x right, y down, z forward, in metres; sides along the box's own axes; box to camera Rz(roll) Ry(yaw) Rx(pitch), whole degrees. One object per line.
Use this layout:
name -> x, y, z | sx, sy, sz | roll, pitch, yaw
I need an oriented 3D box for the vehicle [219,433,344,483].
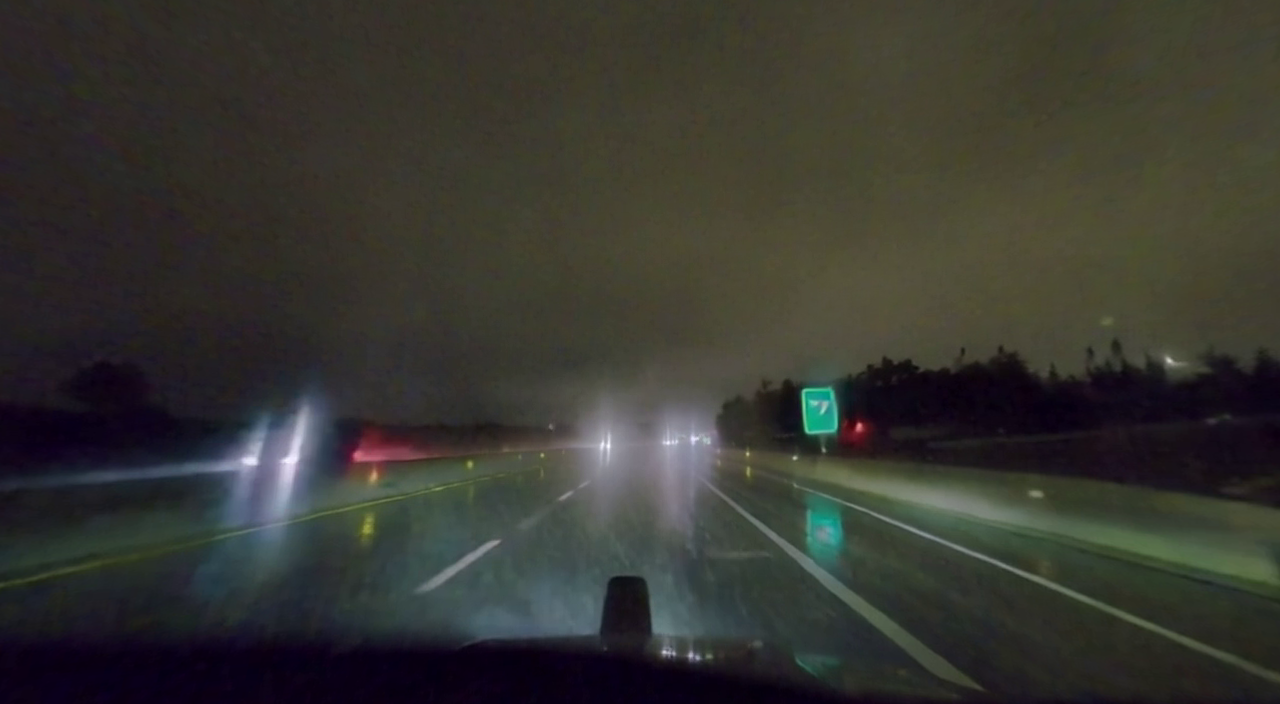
vehicle -> -13.369, 3.968, 23.852 | 1.941, 1.706, 4.601 | 0, -8, 1
